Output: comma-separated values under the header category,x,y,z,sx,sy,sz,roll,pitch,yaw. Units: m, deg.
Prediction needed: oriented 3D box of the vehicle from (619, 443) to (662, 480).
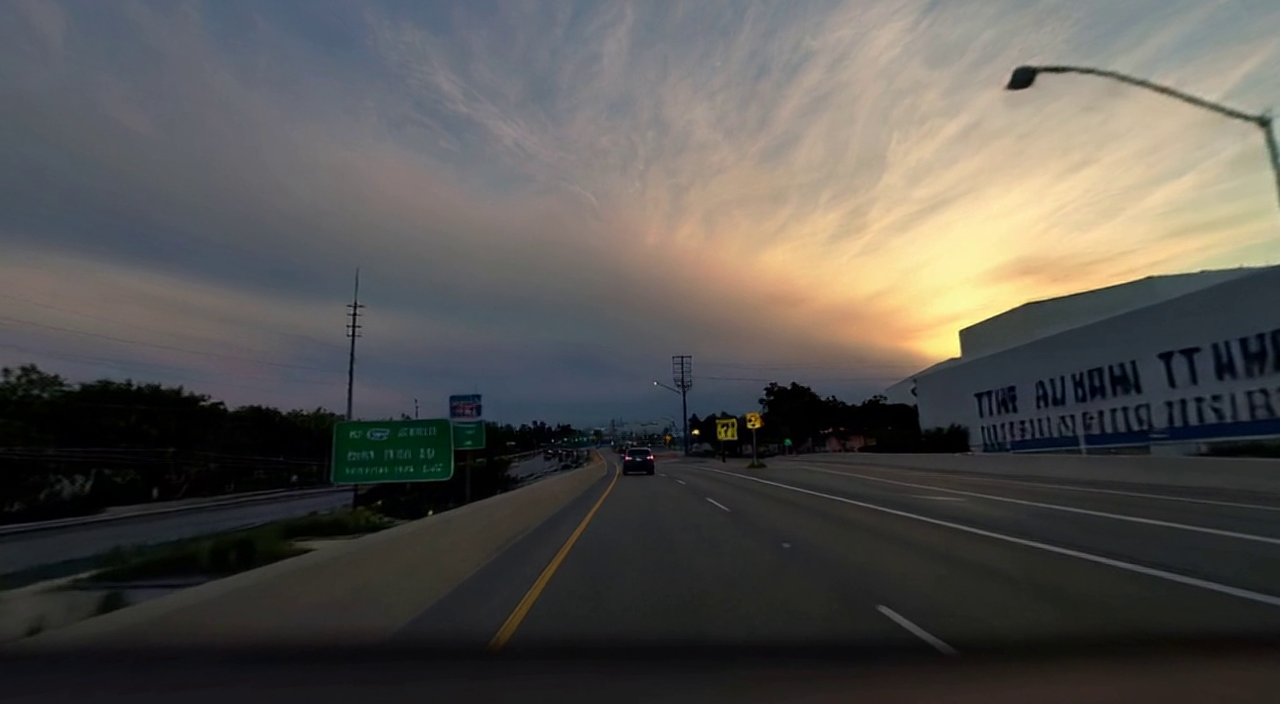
category,x,y,z,sx,sy,sz,roll,pitch,yaw
vehicle,-0.023,5.562,32.248,2.089,1.718,4.193,0,-9,-1
